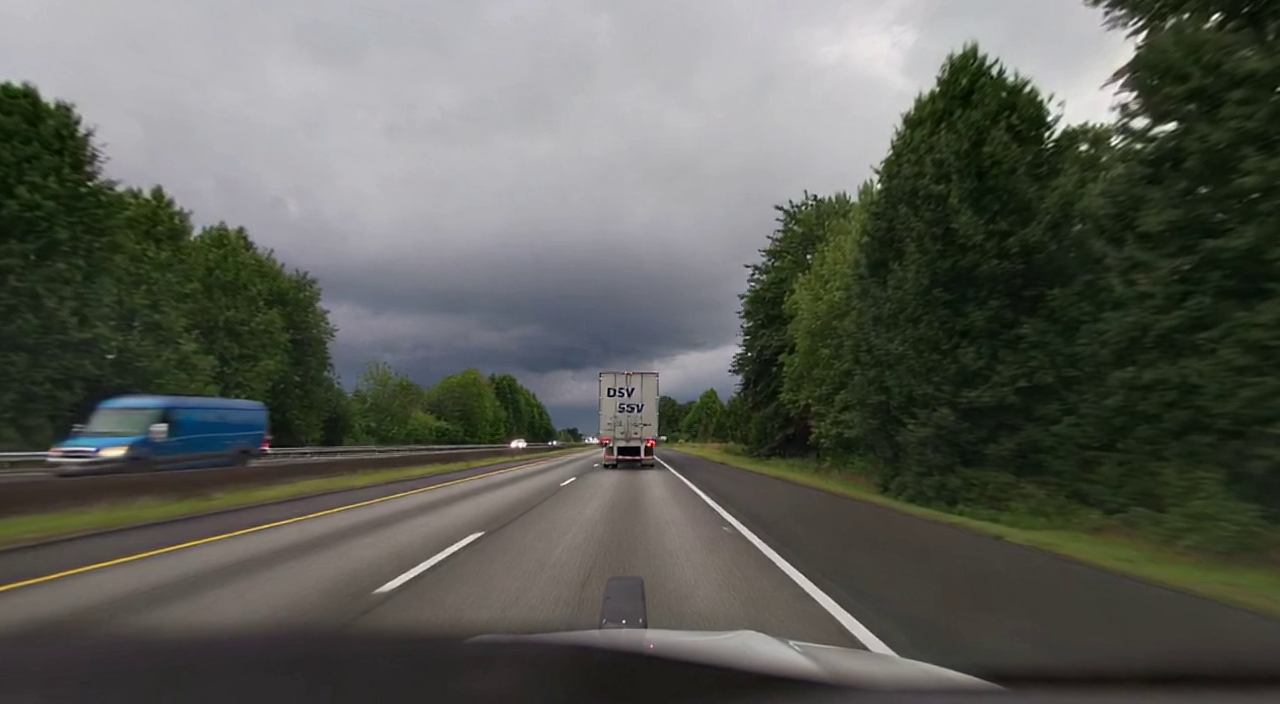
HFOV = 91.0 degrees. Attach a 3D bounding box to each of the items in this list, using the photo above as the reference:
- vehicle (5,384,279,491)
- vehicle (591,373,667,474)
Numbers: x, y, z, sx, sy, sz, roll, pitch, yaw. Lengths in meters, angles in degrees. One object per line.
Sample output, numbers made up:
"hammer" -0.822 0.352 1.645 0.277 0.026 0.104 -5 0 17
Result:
"vehicle" -12.776 2.320 17.020 2.427 2.371 6.043 0 -8 0
"vehicle" -0.588 3.544 30.098 2.969 3.957 10.270 0 -8 -2
